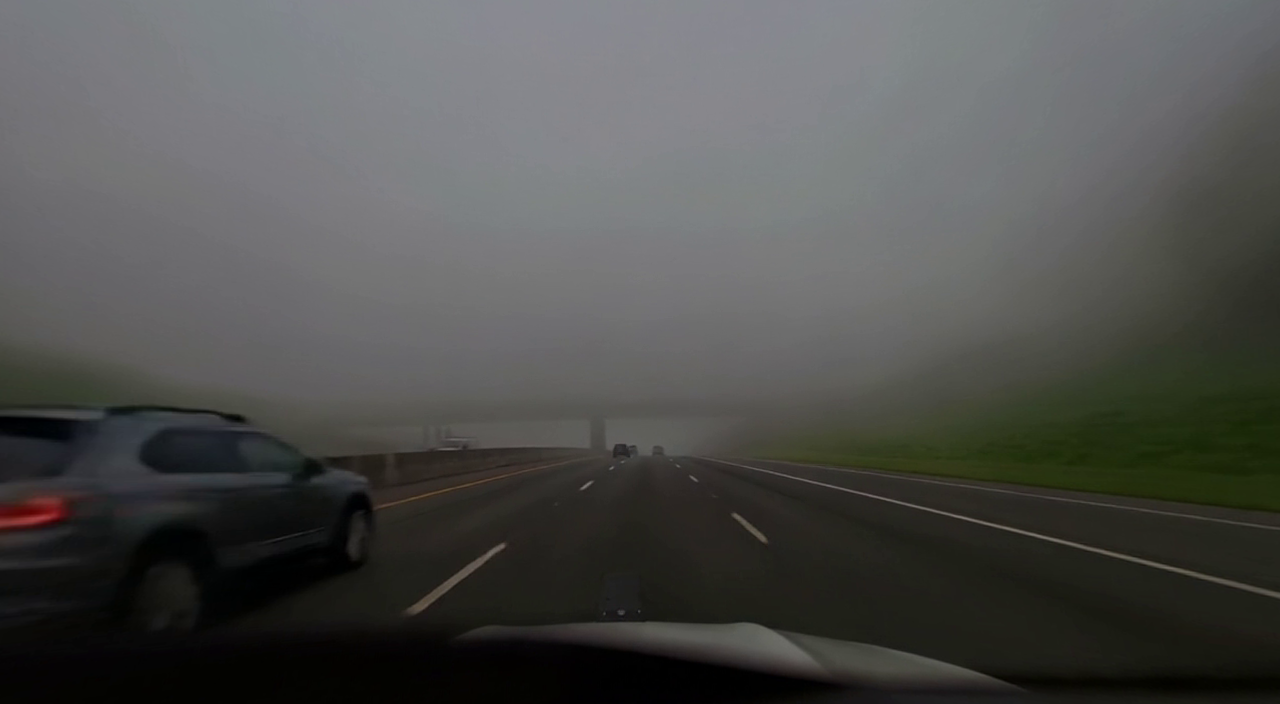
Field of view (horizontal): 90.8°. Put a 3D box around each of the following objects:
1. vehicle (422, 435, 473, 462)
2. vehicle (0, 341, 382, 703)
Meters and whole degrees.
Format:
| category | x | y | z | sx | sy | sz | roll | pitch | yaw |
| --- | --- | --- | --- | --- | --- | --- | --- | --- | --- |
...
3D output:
| category | x | y | z | sx | sy | sz | roll | pitch | yaw |
| --- | --- | --- | --- | --- | --- | --- | --- | --- | --- |
| vehicle | -14.240 | 7.200 | 46.978 | 2.078 | 1.841 | 5.188 | 0 | -9 | 2 |
| vehicle | -3.674 | 1.023 | 3.845 | 2.181 | 1.730 | 4.517 | 0 | -9 | 1 |
